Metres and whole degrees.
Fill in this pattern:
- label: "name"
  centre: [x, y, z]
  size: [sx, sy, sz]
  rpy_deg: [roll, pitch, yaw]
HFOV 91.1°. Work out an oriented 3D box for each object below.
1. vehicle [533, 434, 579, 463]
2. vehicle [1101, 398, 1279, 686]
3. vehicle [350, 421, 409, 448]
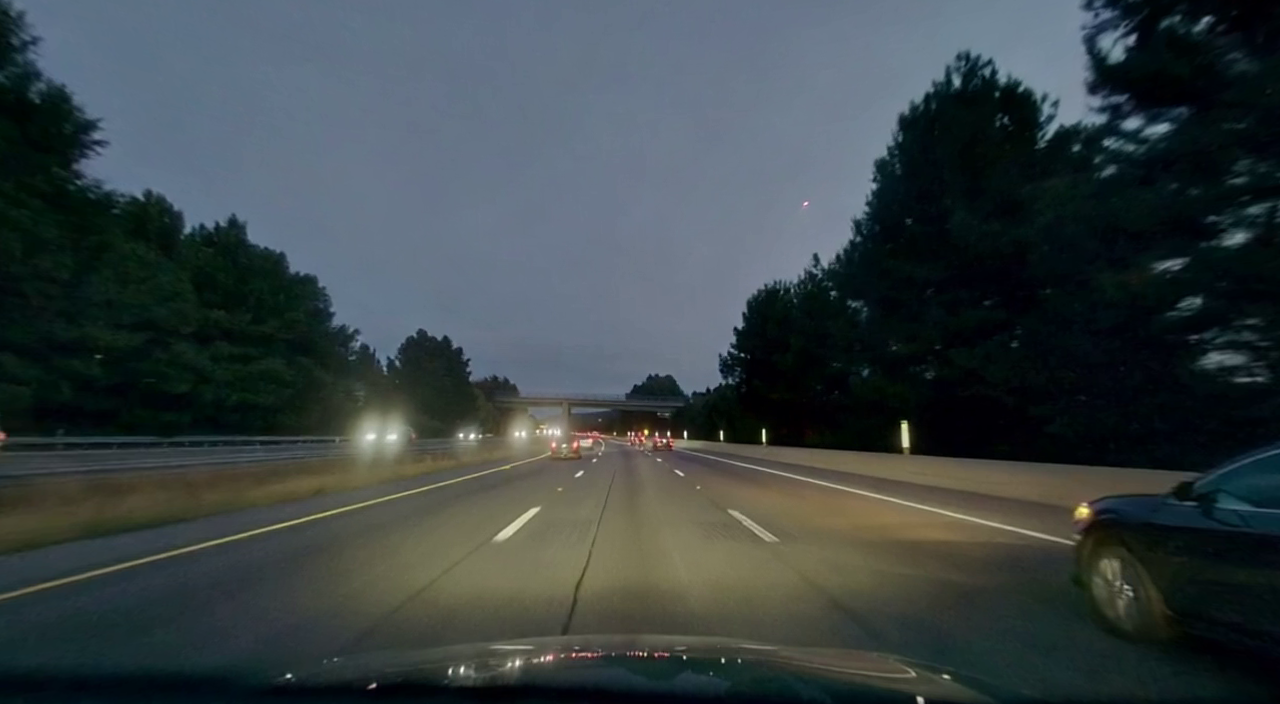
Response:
- label: "vehicle"
  centre: [-4.369, 5.071, 33.229]
  size: [1.966, 1.460, 3.519]
  rpy_deg: [0, -8, -1]
- label: "vehicle"
  centre: [4.448, 0.941, 2.746]
  size: [1.956, 1.546, 3.763]
  rpy_deg: [0, -8, -1]
- label: "vehicle"
  centre: [-14.281, 4.544, 34.677]
  size: [1.719, 1.416, 3.751]
  rpy_deg: [0, -8, -2]
